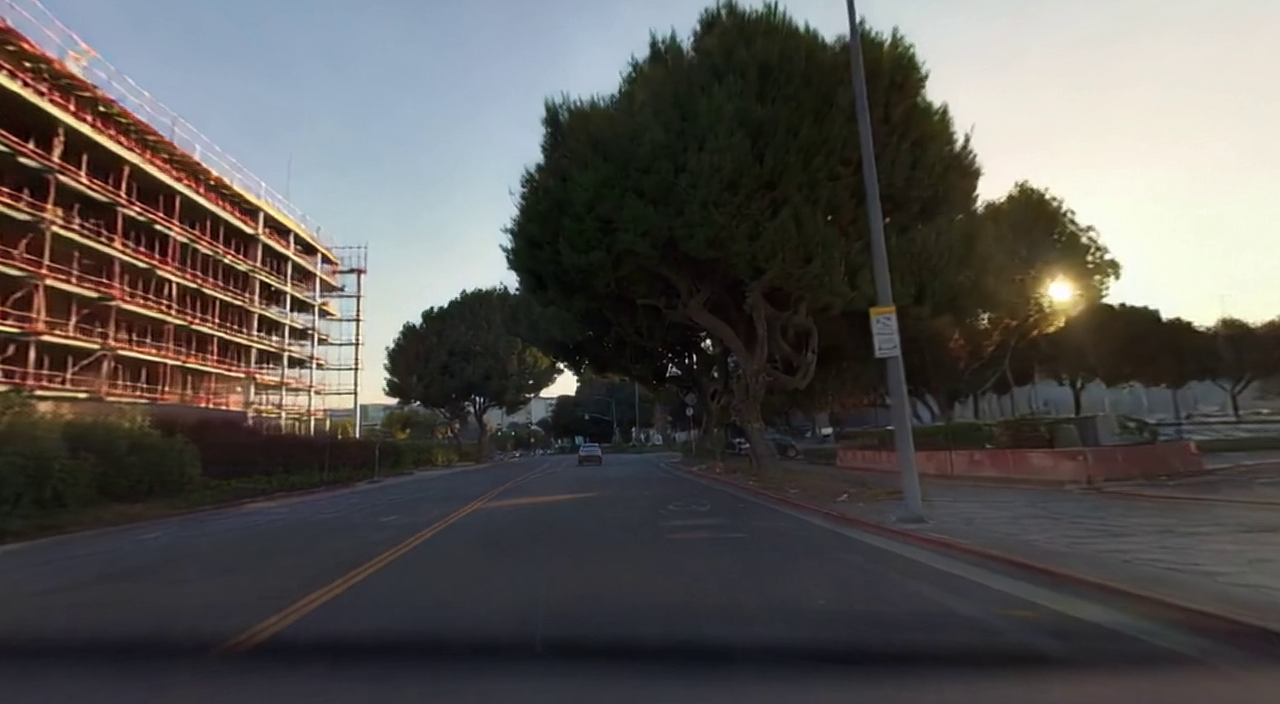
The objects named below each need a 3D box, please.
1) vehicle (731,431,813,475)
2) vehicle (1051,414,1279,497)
[{"bbox_3d":[6.242,4.863,30.694,2.267,1.911,5.816,1,-9,-5],"label":"vehicle"},{"bbox_3d":[11.000,2.033,12.505,4.392,1.478,1.932,1,-9,-4],"label":"vehicle"}]
